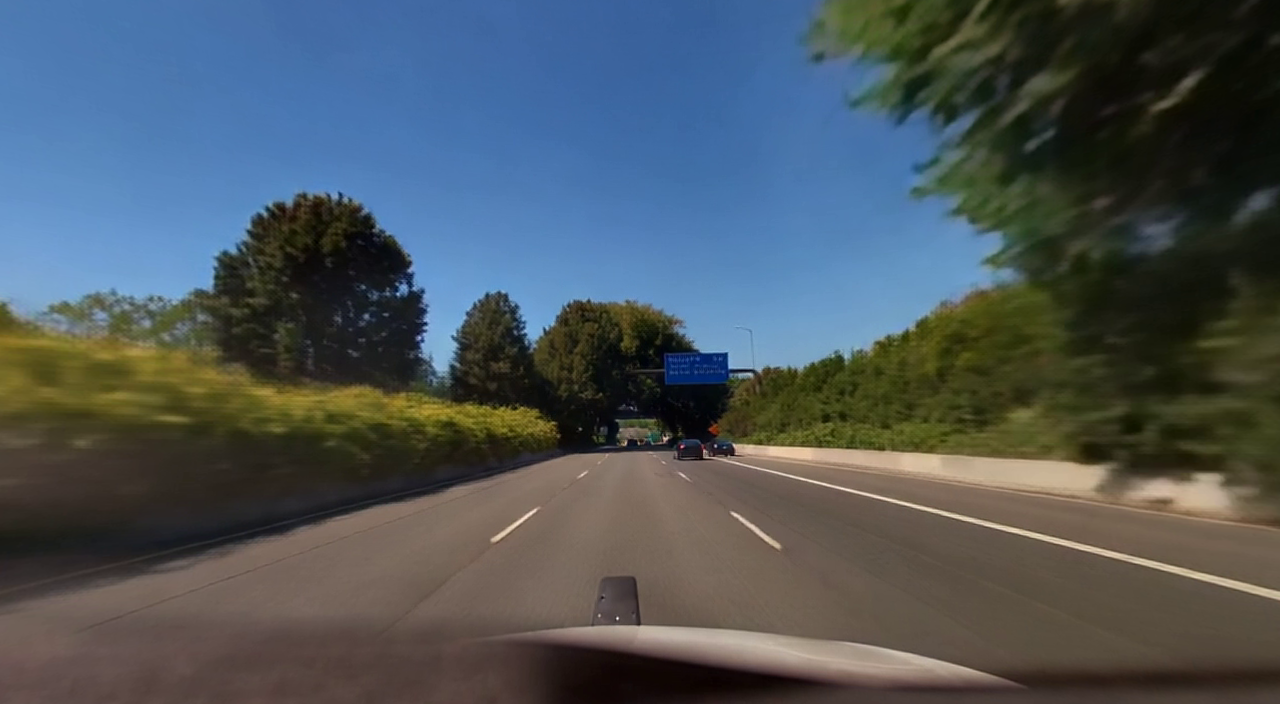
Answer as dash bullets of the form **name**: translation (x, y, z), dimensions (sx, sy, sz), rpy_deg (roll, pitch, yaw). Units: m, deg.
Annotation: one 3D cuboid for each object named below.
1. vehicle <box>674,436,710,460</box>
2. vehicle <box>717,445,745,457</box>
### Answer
- **vehicle**: translation (3.250, 6.110, 40.263), dimensions (1.819, 1.468, 3.770), rpy_deg (0, -8, -3)
- **vehicle**: translation (6.875, 7.502, 47.852), dimensions (1.535, 0.862, 2.814), rpy_deg (0, -8, -4)
